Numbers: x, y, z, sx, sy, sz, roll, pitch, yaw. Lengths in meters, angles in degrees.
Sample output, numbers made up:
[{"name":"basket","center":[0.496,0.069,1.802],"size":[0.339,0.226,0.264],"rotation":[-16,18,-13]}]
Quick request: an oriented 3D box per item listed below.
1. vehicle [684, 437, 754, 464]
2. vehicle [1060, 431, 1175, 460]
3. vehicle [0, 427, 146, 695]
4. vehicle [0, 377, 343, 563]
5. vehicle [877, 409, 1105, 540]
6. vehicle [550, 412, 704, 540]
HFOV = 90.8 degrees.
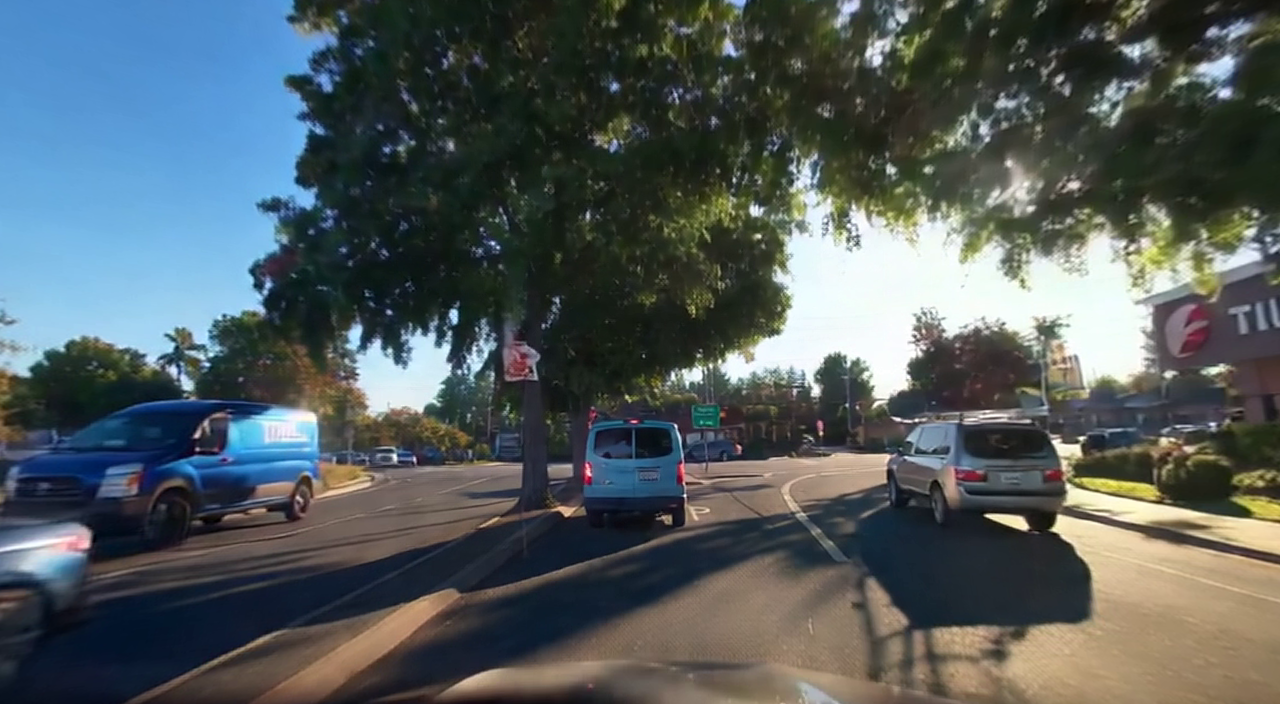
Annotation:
[{"name":"vehicle","center":[5.456,6.738,43.277],"size":[4.651,1.710,1.985],"rotation":[7,-11,-37]},{"name":"vehicle","center":[26.542,5.198,35.160],"size":[5.155,1.515,2.131],"rotation":[2,-9,-12]},{"name":"vehicle","center":[-4.519,0.950,2.168],"size":[1.869,1.465,4.503],"rotation":[0,-9,2]},{"name":"vehicle","center":[-7.650,1.924,10.867],"size":[2.426,2.410,5.046],"rotation":[0,-9,2]},{"name":"vehicle","center":[6.307,2.258,12.236],"size":[2.204,1.973,4.946],"rotation":[-1,-9,9]},{"name":"vehicle","center":[-0.017,2.150,11.508],"size":[2.237,1.828,4.546],"rotation":[-1,-9,4]}]
